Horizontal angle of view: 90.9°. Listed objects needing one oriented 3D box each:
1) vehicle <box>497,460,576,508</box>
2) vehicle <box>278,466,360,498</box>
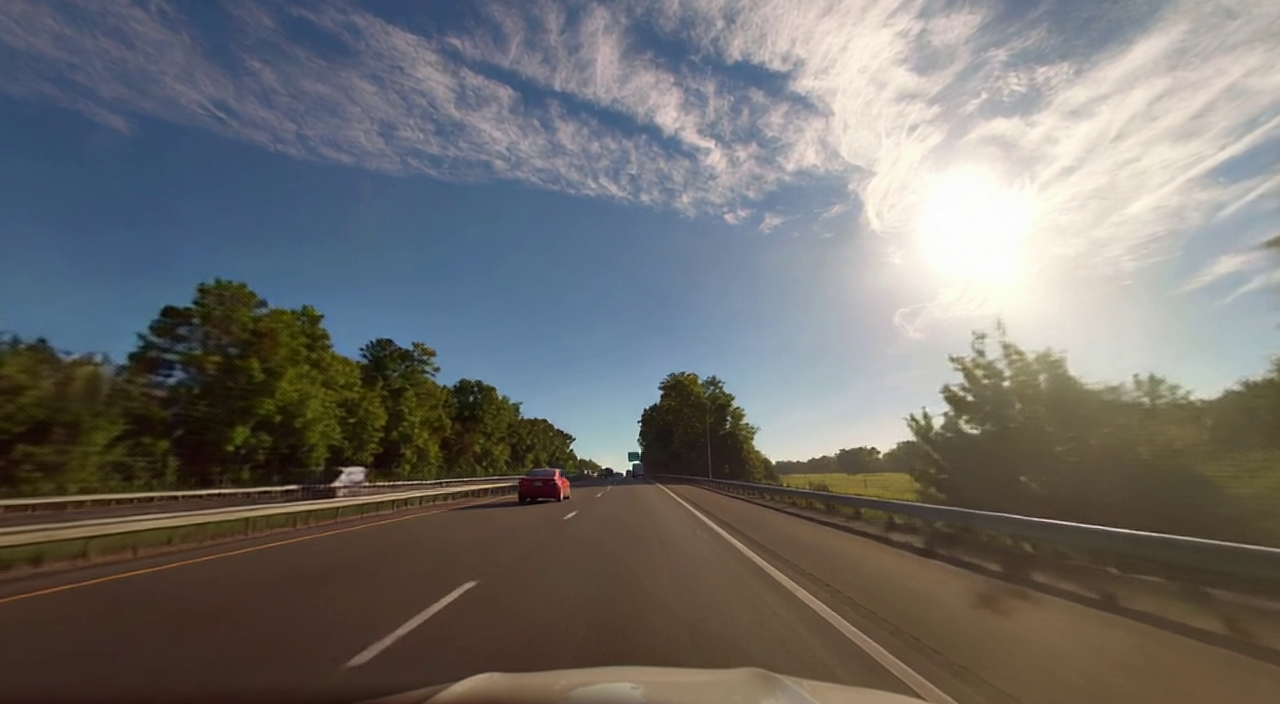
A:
[{"bbox_3d":[-3.654,4.810,23.135,2.006,1.516,4.820,1,-11,1],"label":"vehicle"},{"bbox_3d":[-16.592,6.726,32.830,1.880,1.526,4.462,1,-11,1],"label":"vehicle"}]
